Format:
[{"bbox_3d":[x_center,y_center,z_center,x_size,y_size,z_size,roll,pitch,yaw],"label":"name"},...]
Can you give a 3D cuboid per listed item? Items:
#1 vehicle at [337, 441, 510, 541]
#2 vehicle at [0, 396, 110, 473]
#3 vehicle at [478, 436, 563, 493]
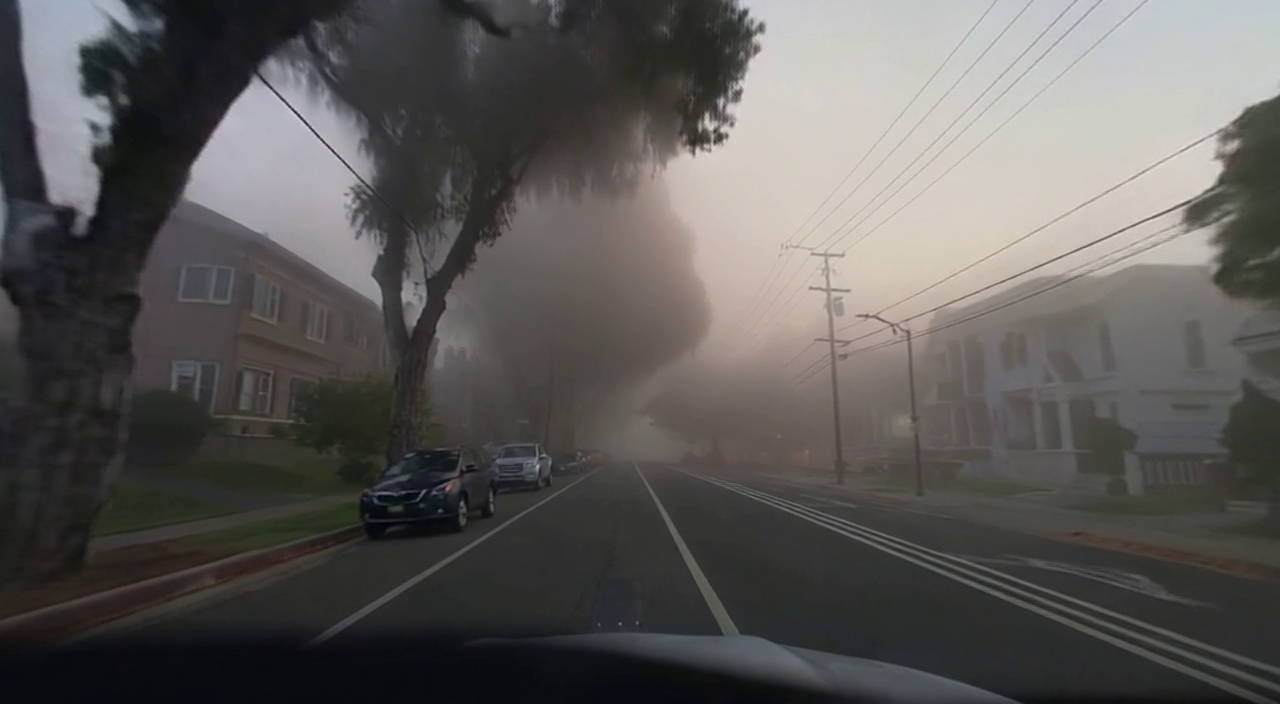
[{"bbox_3d":[-3.893,2.544,12.360,1.825,1.542,4.715,0,-9,-1],"label":"vehicle"},{"bbox_3d":[-17.610,2.235,17.082,4.465,1.933,2.198,0,-8,-1],"label":"vehicle"},{"bbox_3d":[-4.399,4.258,24.271,2.189,1.887,5.616,-1,-9,0],"label":"vehicle"}]
